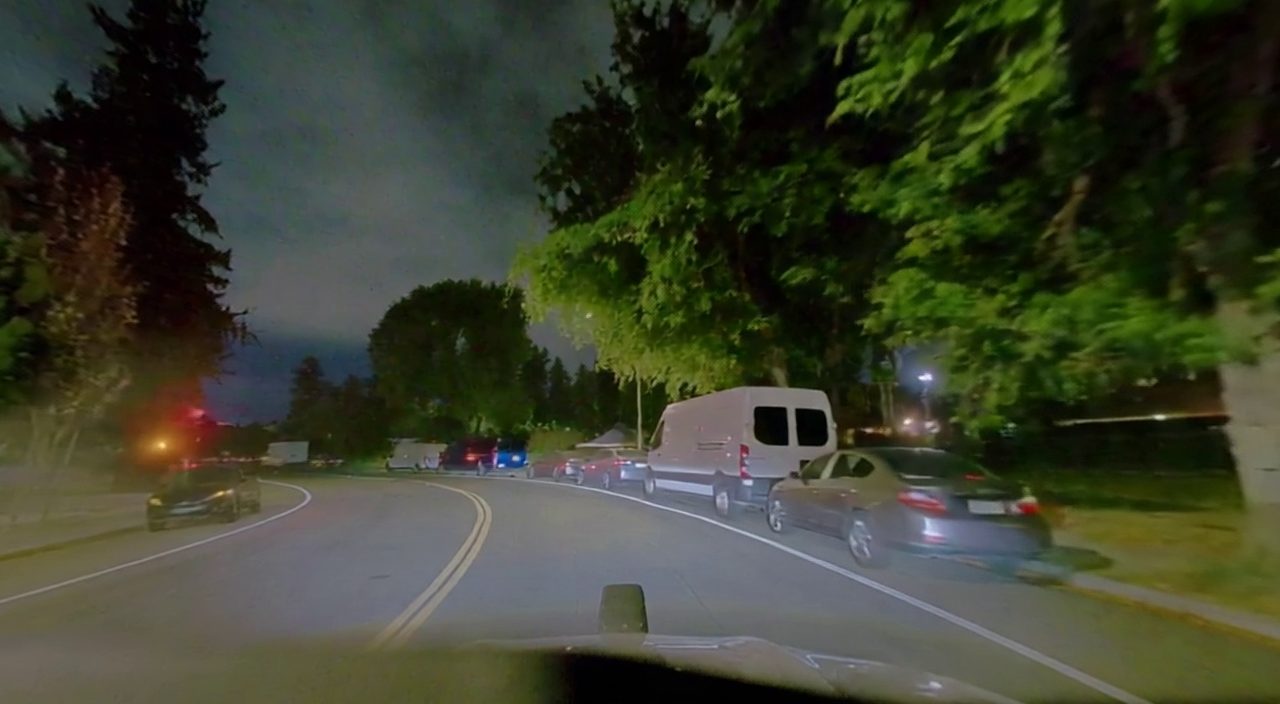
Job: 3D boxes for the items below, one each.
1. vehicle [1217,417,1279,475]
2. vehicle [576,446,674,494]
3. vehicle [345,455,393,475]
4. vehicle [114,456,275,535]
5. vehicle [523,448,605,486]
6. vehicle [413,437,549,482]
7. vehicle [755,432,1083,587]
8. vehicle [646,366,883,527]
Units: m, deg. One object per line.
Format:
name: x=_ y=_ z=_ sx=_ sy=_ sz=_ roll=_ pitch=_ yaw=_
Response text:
vehicle: x=19.841 y=2.961 z=20.060 sx=1.830 sy=1.648 sz=4.635 roll=-11 pitch=-13 yaw=43
vehicle: x=-0.661 y=3.993 z=21.809 sx=1.961 sy=1.456 sz=4.569 roll=3 pitch=-9 yaw=-20
vehicle: x=-20.714 y=8.586 z=48.067 sx=1.804 sy=1.453 sz=4.462 roll=8 pitch=-12 yaw=-44
vehicle: x=-10.156 y=3.228 z=14.758 sx=1.985 sy=1.485 sz=3.820 roll=3 pitch=-9 yaw=-18
vehicle: x=-3.433 y=4.968 z=27.615 sx=1.957 sy=1.479 sz=4.554 roll=5 pitch=-10 yaw=-29
vehicle: x=-9.408 y=6.125 z=36.052 sx=3.041 sy=2.164 sz=10.370 roll=5 pitch=-11 yaw=-41
vehicle: x=3.165 y=1.859 z=8.390 sx=1.891 sy=1.466 sz=4.362 roll=1 pitch=-9 yaw=-8
vehicle: x=2.217 y=2.126 z=14.268 sx=2.406 sy=2.689 sz=6.916 roll=2 pitch=-9 yaw=-15
